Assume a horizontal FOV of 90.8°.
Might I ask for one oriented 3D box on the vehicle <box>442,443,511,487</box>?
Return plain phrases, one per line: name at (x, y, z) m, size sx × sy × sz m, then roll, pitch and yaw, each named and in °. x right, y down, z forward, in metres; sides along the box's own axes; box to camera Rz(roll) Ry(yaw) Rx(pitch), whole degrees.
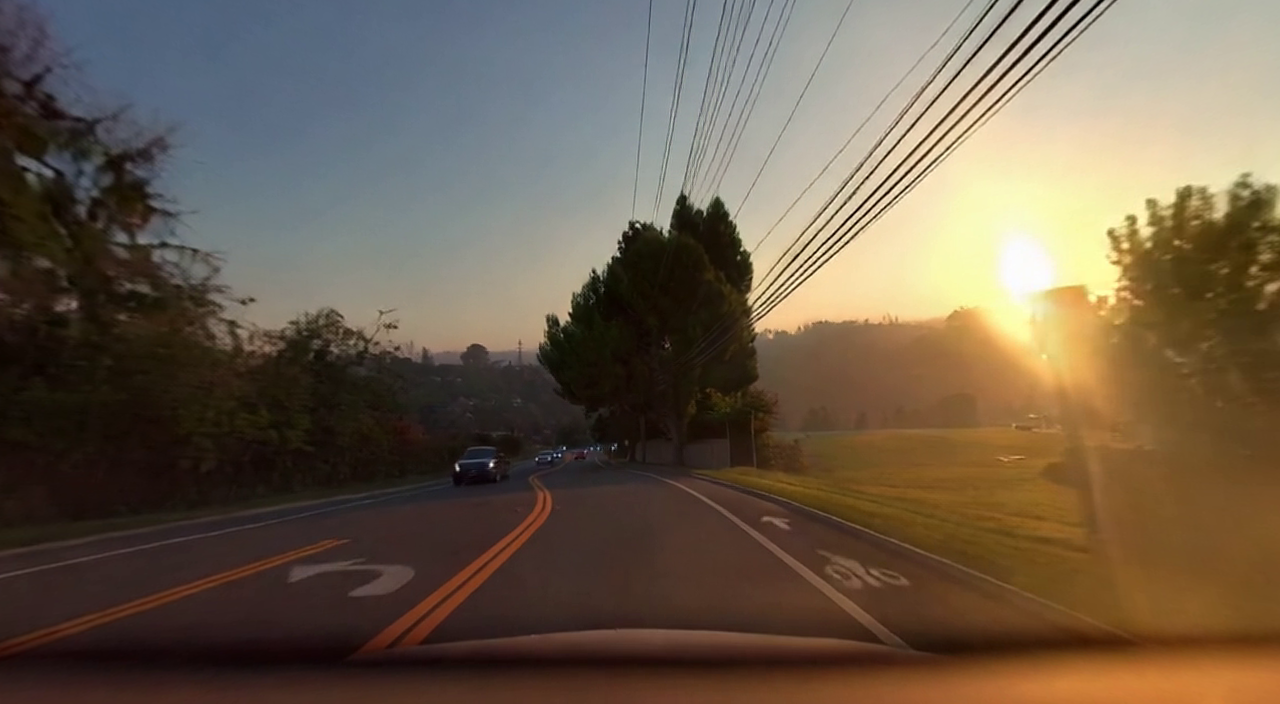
vehicle at (-7.560, 5.238, 29.745) m, size 2.220 × 1.817 × 4.839 m, roll 0°, pitch -8°, yaw -3°
